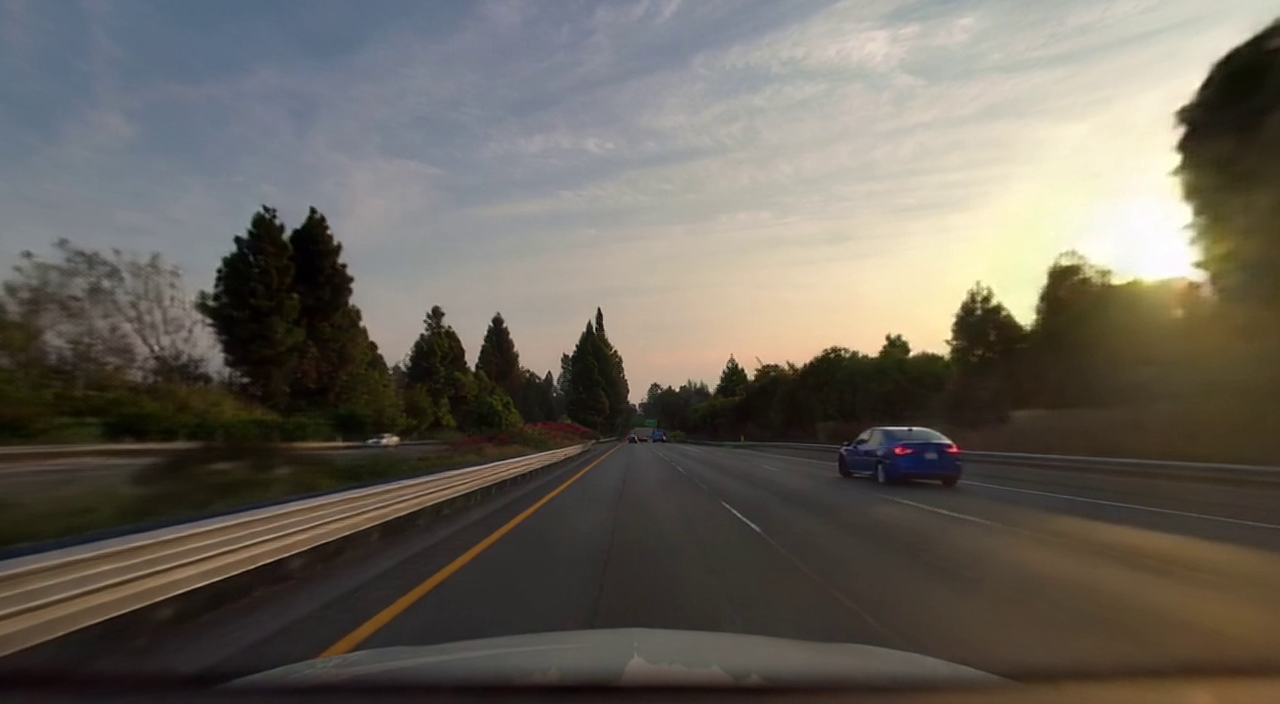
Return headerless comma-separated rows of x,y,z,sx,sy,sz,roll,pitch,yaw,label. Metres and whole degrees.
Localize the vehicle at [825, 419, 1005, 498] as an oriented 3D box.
6.769,2.667,16.282,2.273,1.698,4.863,0,-8,-3,vehicle
